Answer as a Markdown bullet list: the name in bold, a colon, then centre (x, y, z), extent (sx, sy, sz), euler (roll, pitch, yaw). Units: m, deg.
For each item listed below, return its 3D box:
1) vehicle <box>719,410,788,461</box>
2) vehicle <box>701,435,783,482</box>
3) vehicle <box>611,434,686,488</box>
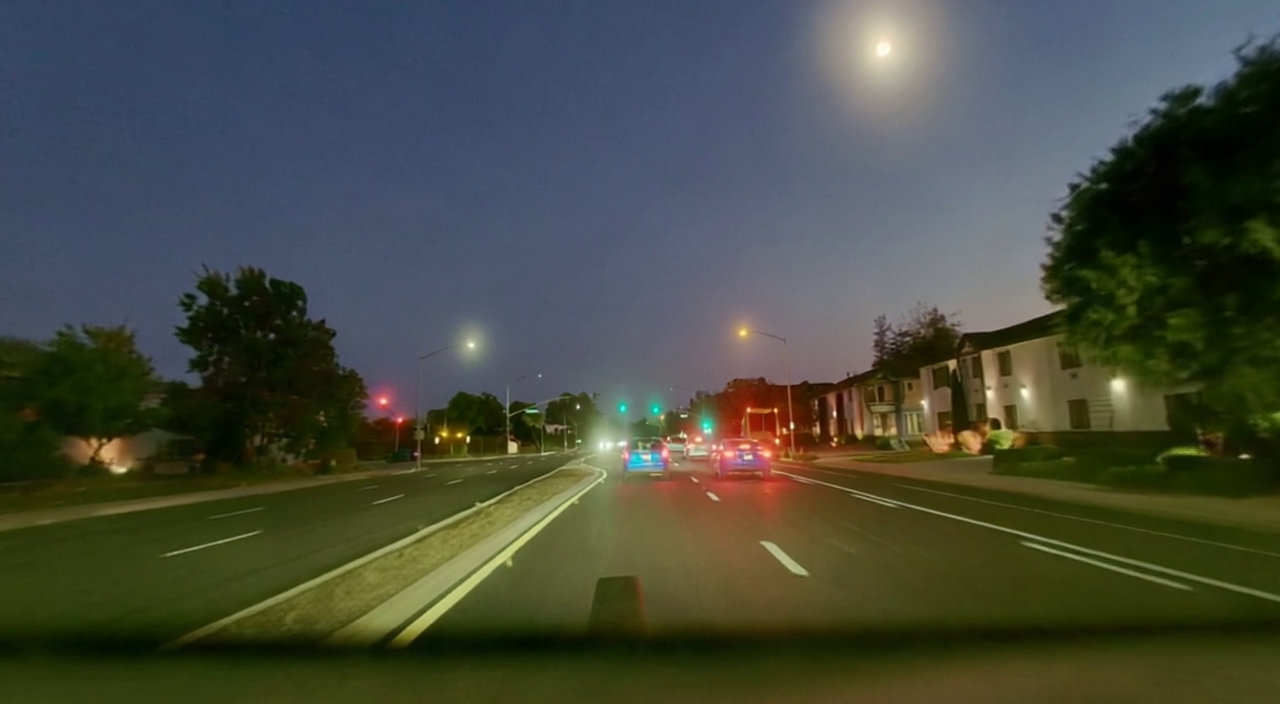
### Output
- **vehicle**: centre (7.951, 6.234, 46.246), extent (2.940, 3.202, 12.480), euler (0, -9, 1)
- **vehicle**: centre (3.550, 3.816, 22.869), extent (2.161, 1.519, 4.568), euler (0, -9, 0)
- **vehicle**: centre (0.236, 3.339, 19.656), extent (2.093, 1.497, 4.010), euler (0, -9, 0)
